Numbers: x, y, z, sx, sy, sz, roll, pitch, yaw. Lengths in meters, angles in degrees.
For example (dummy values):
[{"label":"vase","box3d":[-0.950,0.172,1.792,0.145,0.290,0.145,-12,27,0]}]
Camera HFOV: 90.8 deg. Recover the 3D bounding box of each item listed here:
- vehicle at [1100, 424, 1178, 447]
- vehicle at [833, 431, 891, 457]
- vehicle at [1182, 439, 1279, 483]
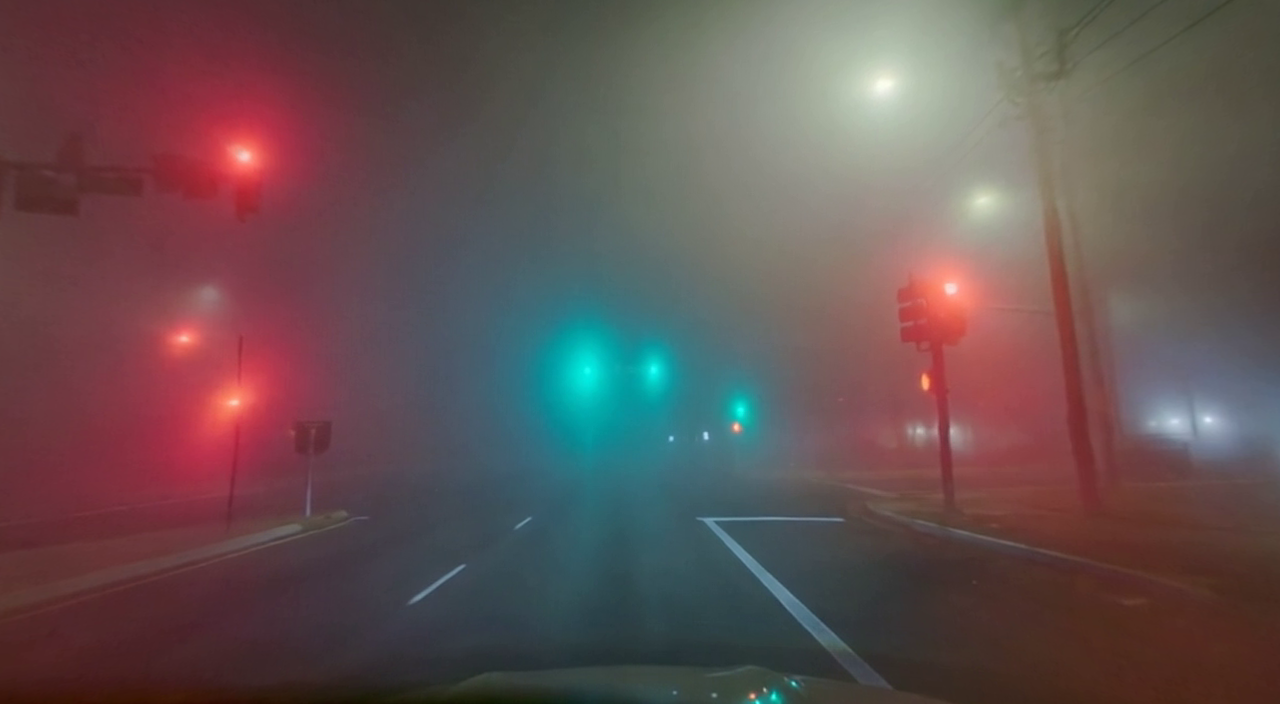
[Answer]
[{"label":"vehicle","box3d":[34.107,5.774,43.317,1.832,1.521,4.266,0,-9,0]},{"label":"vehicle","box3d":[14.968,6.285,42.929,1.959,1.471,4.570,-4,-8,-4]},{"label":"vehicle","box3d":[22.163,3.801,22.258,4.334,1.459,1.929,0,-9,-1]}]
